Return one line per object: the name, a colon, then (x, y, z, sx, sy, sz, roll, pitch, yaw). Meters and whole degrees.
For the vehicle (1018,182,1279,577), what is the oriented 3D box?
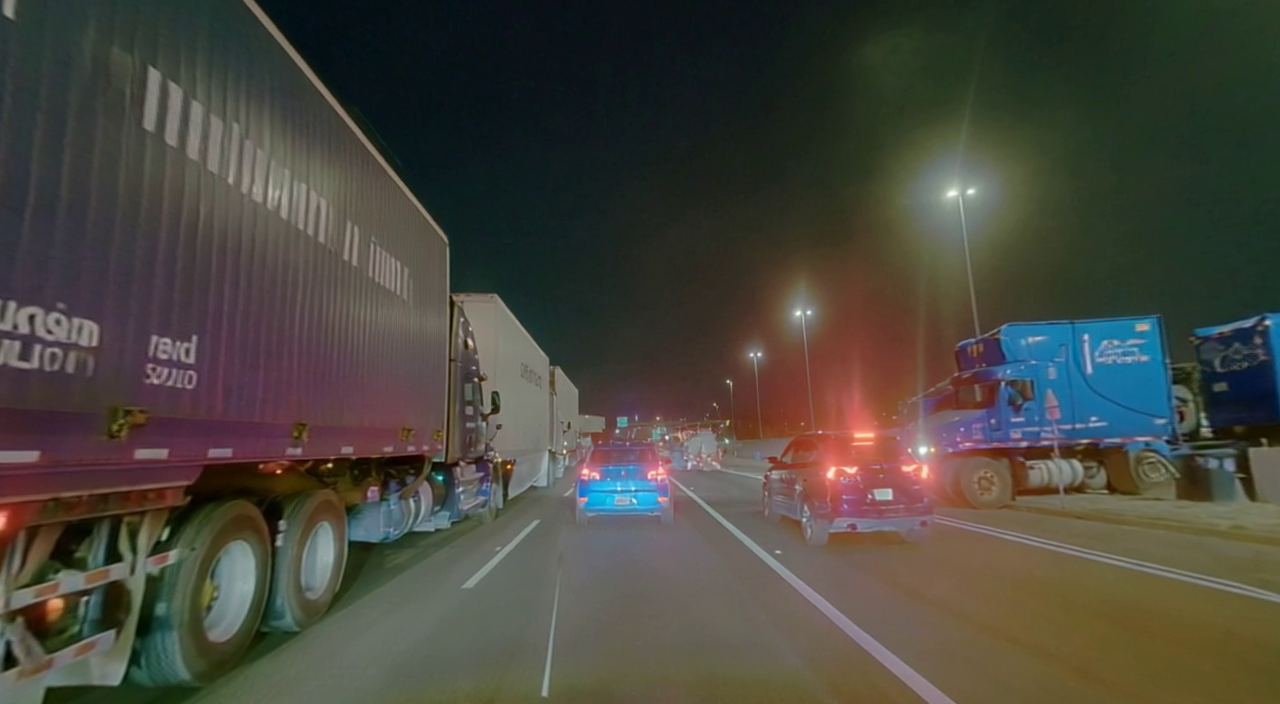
vehicle: (11.159, -0.107, 4.717, 13.564, 4.152, 3.110, -9, -12, 42)

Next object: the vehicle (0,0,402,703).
vehicle: (-3.949, 0.080, 2.074, 2.986, 3.391, 9.523, 0, -9, -3)

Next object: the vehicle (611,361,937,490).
vehicle: (4.447, 3.260, 26.560, 2.877, 4.124, 14.516, 4, -9, -41)

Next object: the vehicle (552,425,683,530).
vehicle: (-0.386, 2.368, 12.277, 2.140, 1.682, 3.971, 0, -9, 0)
